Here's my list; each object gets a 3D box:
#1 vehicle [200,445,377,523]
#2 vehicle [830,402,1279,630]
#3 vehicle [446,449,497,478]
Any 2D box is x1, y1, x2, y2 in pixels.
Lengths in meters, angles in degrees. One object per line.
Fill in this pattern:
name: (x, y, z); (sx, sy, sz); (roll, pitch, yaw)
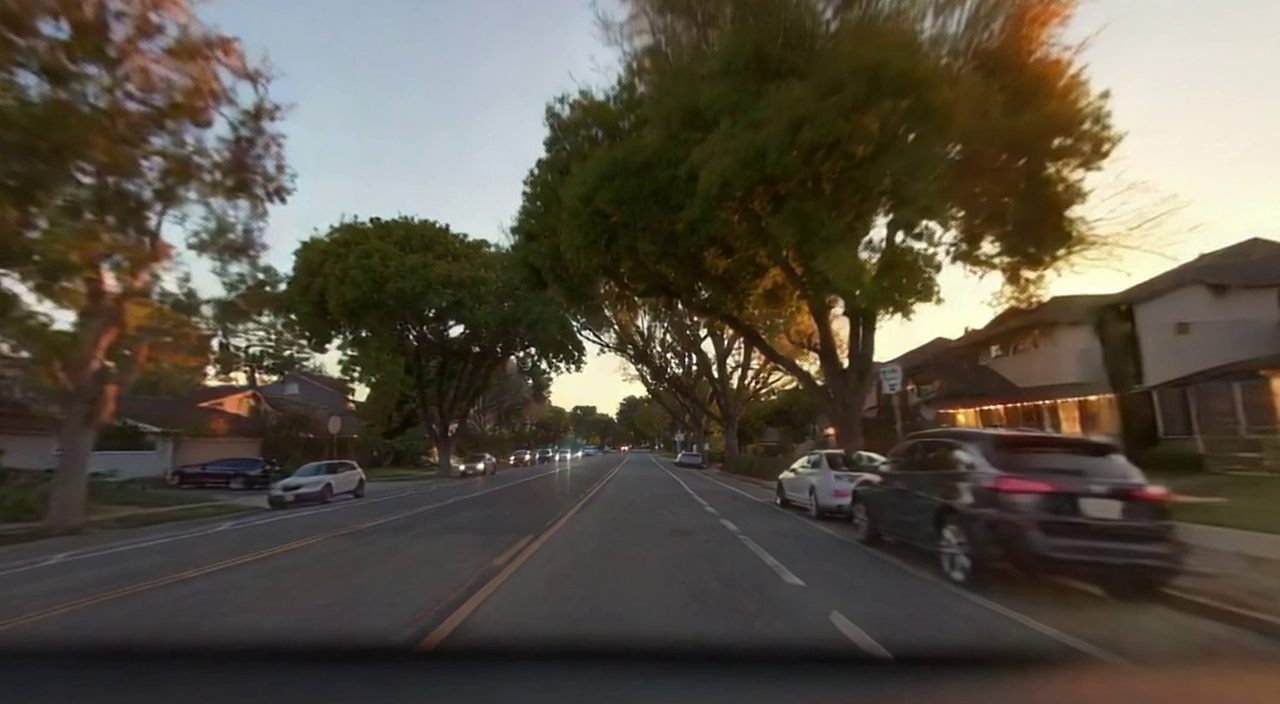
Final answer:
vehicle: (-10.705, 3.979, 19.942); (2.338, 1.871, 5.795); (-5, -8, -1)
vehicle: (4.177, 1.676, 7.550); (2.254, 1.812, 4.817); (0, -9, -1)
vehicle: (-10.847, 7.227, 41.010); (2.082, 1.661, 4.403); (-3, -10, 0)
